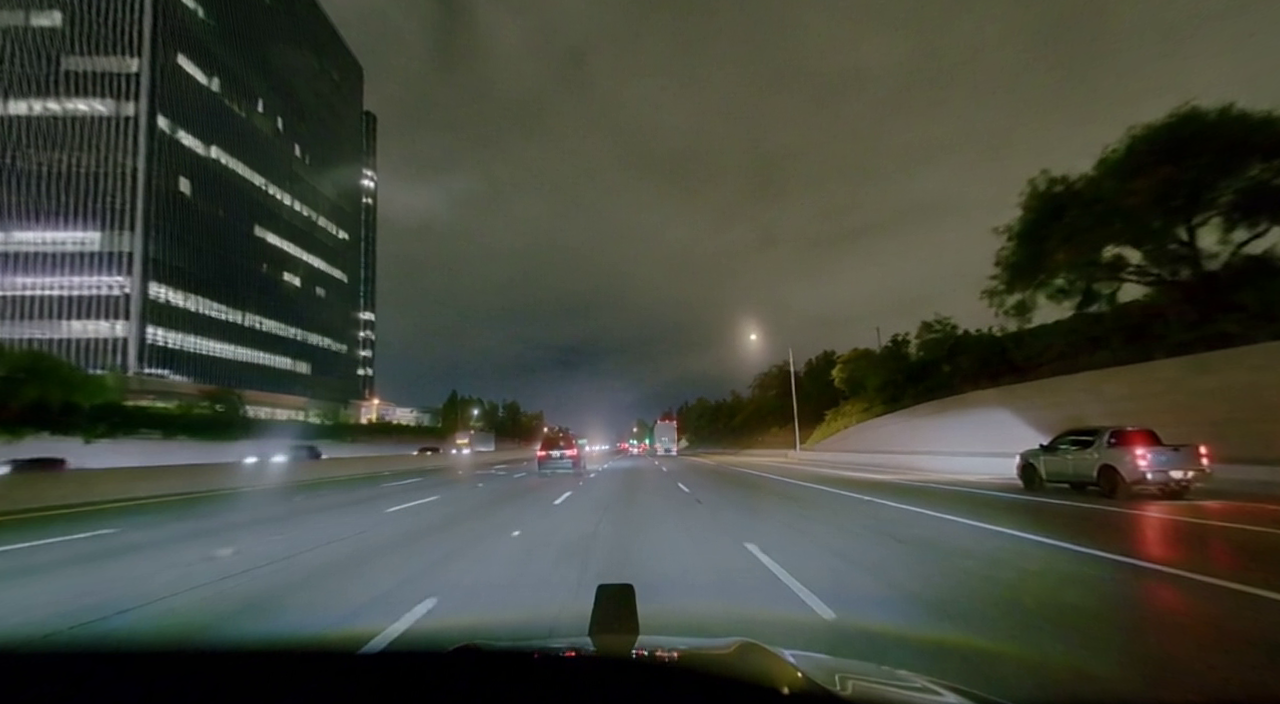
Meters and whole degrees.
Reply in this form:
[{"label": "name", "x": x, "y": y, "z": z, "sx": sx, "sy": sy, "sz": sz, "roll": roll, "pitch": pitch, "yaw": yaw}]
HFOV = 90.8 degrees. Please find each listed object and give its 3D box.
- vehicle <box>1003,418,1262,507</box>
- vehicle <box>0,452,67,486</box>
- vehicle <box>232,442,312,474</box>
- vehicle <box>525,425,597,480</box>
[{"label": "vehicle", "x": 11.449, "y": 2.629, "z": 15.365, "sx": 2.089, "sy": 1.787, "sz": 5.080, "roll": 0, "pitch": -9, "yaw": -1}, {"label": "vehicle", "x": -29.727, "y": 5.491, "z": 29.781, "sx": 1.790, "sy": 1.483, "sz": 3.899, "roll": 0, "pitch": -9, "yaw": -2}, {"label": "vehicle", "x": -17.412, "y": 5.034, "z": 30.090, "sx": 1.676, "sy": 1.434, "sz": 3.575, "roll": 0, "pitch": -9, "yaw": 0}, {"label": "vehicle", "x": -3.174, "y": 4.225, "z": 26.633, "sx": 2.284, "sy": 2.022, "sz": 5.752, "roll": 0, "pitch": -9, "yaw": 0}]
